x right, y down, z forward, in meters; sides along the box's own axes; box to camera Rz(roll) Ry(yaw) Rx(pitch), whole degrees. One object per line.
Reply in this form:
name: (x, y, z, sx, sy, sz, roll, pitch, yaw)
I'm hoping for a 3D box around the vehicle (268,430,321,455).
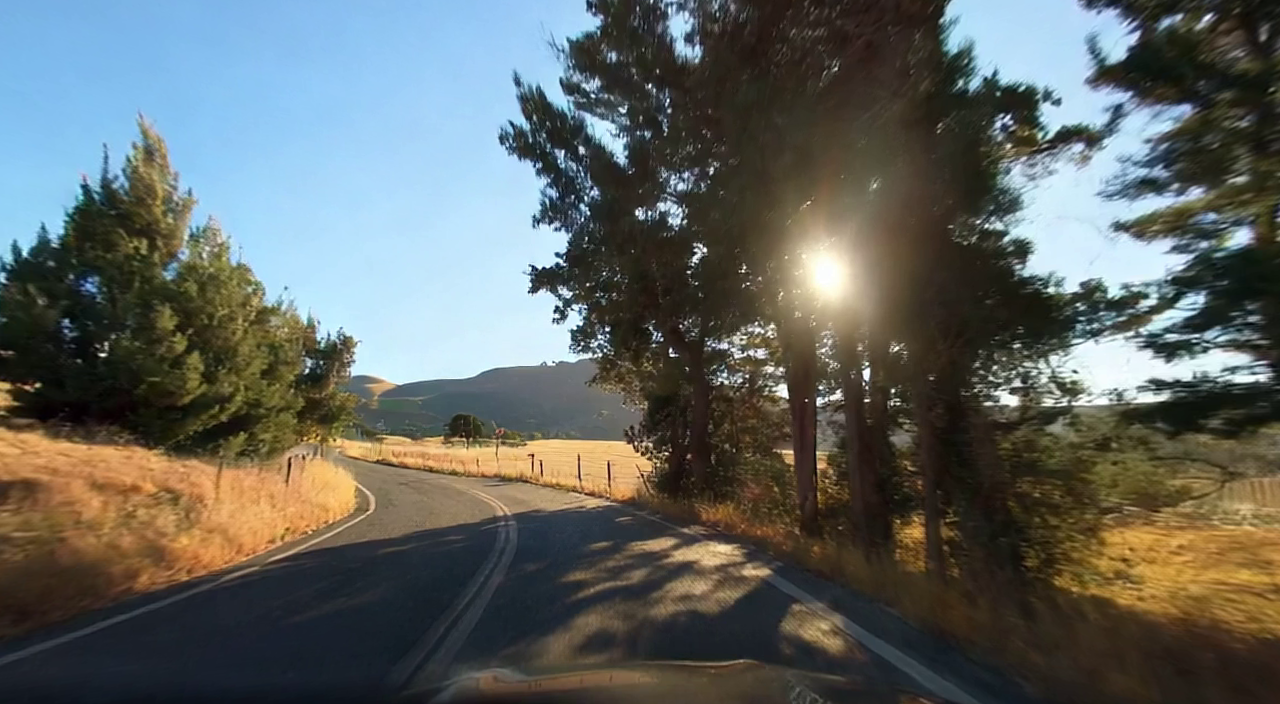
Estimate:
vehicle: (-26.983, 7.058, 49.102, 4.241, 1.562, 2.075, -3, -11, 41)
